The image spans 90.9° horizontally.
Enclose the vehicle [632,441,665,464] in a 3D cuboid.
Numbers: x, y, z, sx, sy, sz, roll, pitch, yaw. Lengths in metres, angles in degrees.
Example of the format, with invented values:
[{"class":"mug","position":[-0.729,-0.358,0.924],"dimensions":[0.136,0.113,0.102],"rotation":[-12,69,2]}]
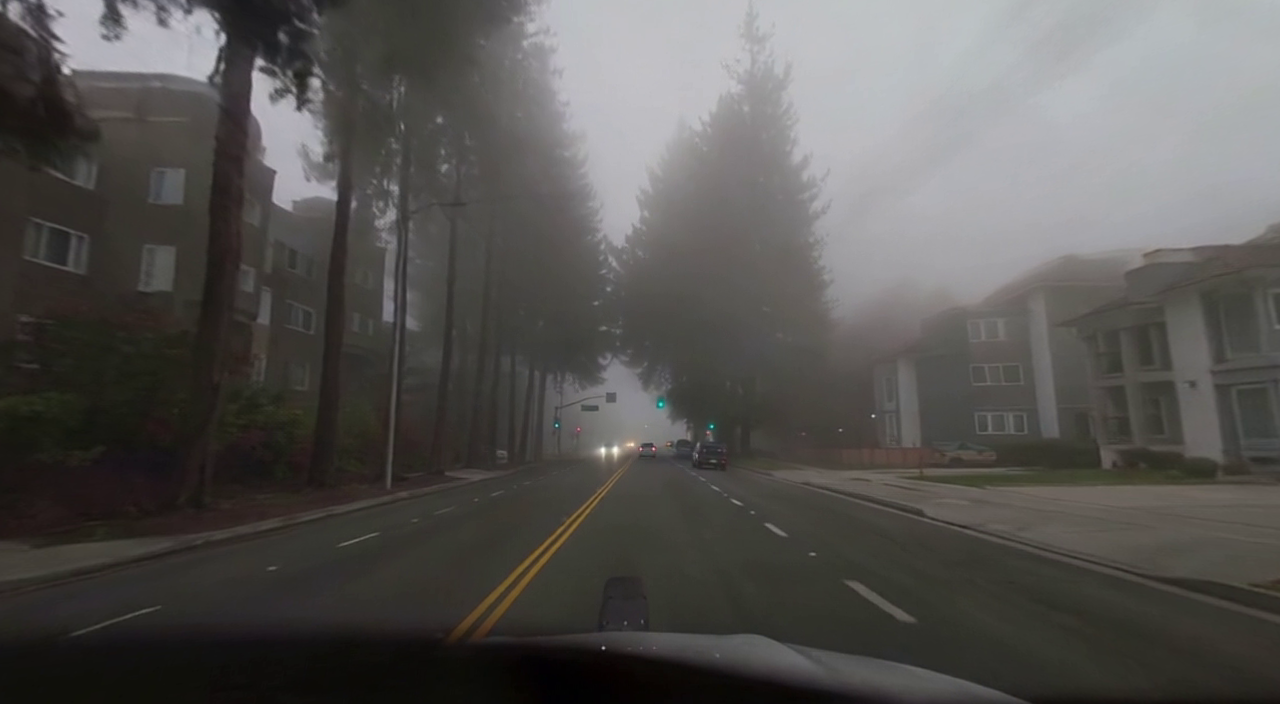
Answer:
[{"class":"vehicle","position":[0.547,6.761,42.552],"dimensions":[2.097,1.463,4.043],"rotation":[0,-9,0]}]

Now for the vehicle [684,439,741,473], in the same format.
[{"class":"vehicle","position":[3.365,4.964,30.366],"dimensions":[2.078,1.488,4.741],"rotation":[0,-9,-1]}]

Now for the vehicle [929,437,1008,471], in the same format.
[{"class":"vehicle","position":[18.030,5.618,34.779],"dimensions":[1.831,1.778,3.787],"rotation":[1,-9,-9]}]
